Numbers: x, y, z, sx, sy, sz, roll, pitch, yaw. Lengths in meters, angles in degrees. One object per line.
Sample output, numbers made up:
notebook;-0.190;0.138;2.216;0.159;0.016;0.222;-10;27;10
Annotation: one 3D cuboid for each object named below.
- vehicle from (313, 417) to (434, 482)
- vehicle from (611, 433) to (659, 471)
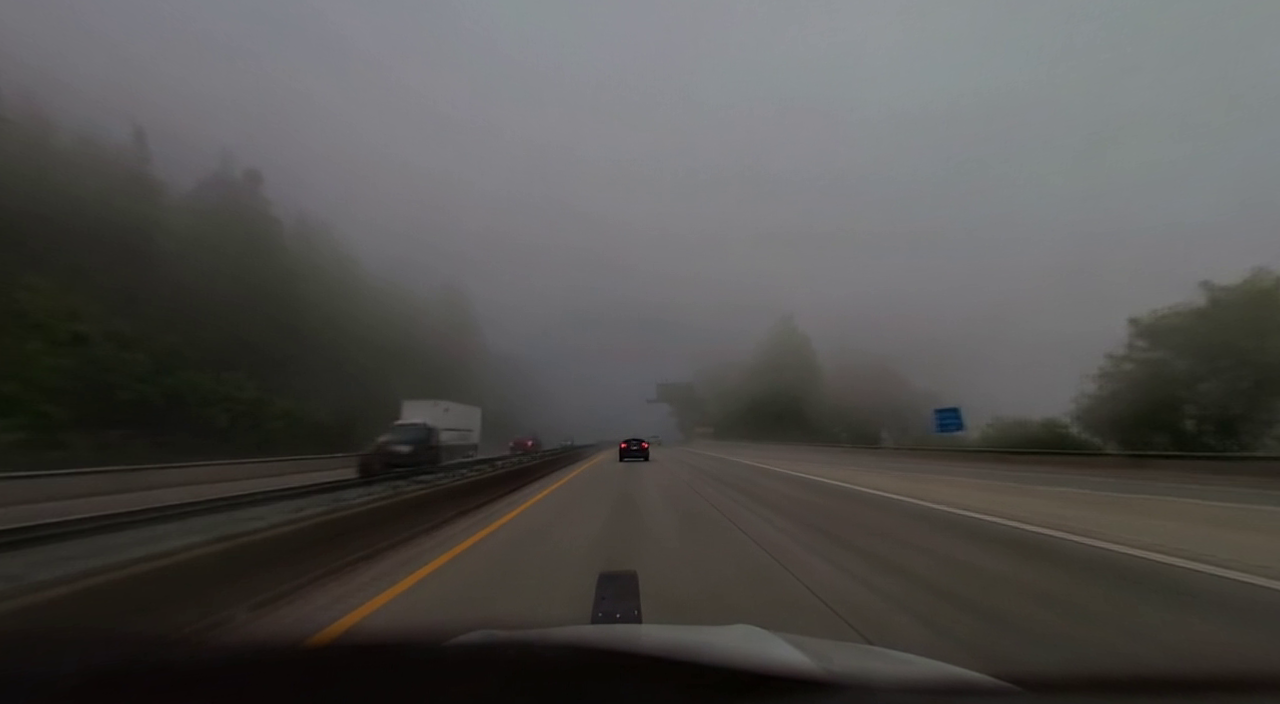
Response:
vehicle;-9.341;3.450;22.637;2.141;2.026;5.060;0;-8;0
vehicle;-0.252;4.152;26.481;1.897;1.479;3.724;0;-8;-2
